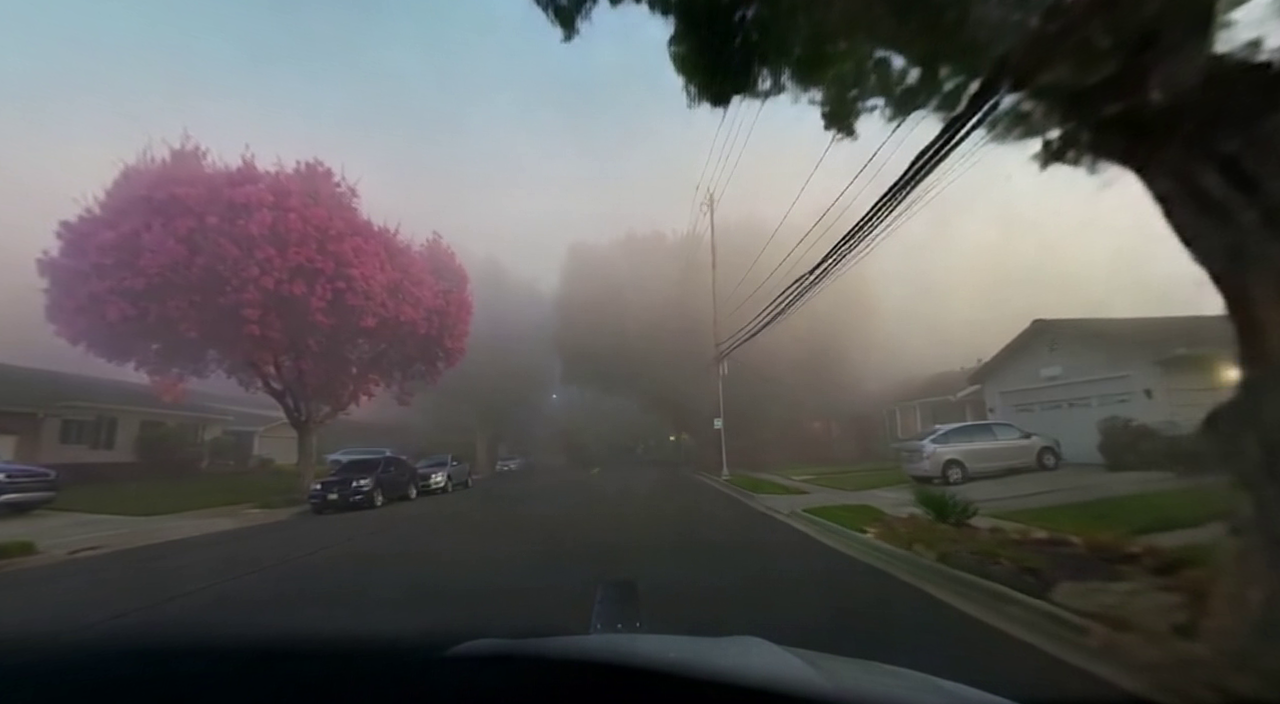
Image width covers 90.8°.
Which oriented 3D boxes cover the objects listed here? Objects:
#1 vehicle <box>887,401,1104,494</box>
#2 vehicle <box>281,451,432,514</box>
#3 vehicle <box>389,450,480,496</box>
[{"bbox_3d":[8.578,2.355,15.562,4.025,1.738,1.920,-6,-9,-1],"label":"vehicle"},{"bbox_3d":[-7.625,3.527,17.624,2.034,1.493,4.524,0,-9,1],"label":"vehicle"},{"bbox_3d":[-7.362,4.360,23.122,1.896,1.484,4.298,0,-9,0],"label":"vehicle"}]
